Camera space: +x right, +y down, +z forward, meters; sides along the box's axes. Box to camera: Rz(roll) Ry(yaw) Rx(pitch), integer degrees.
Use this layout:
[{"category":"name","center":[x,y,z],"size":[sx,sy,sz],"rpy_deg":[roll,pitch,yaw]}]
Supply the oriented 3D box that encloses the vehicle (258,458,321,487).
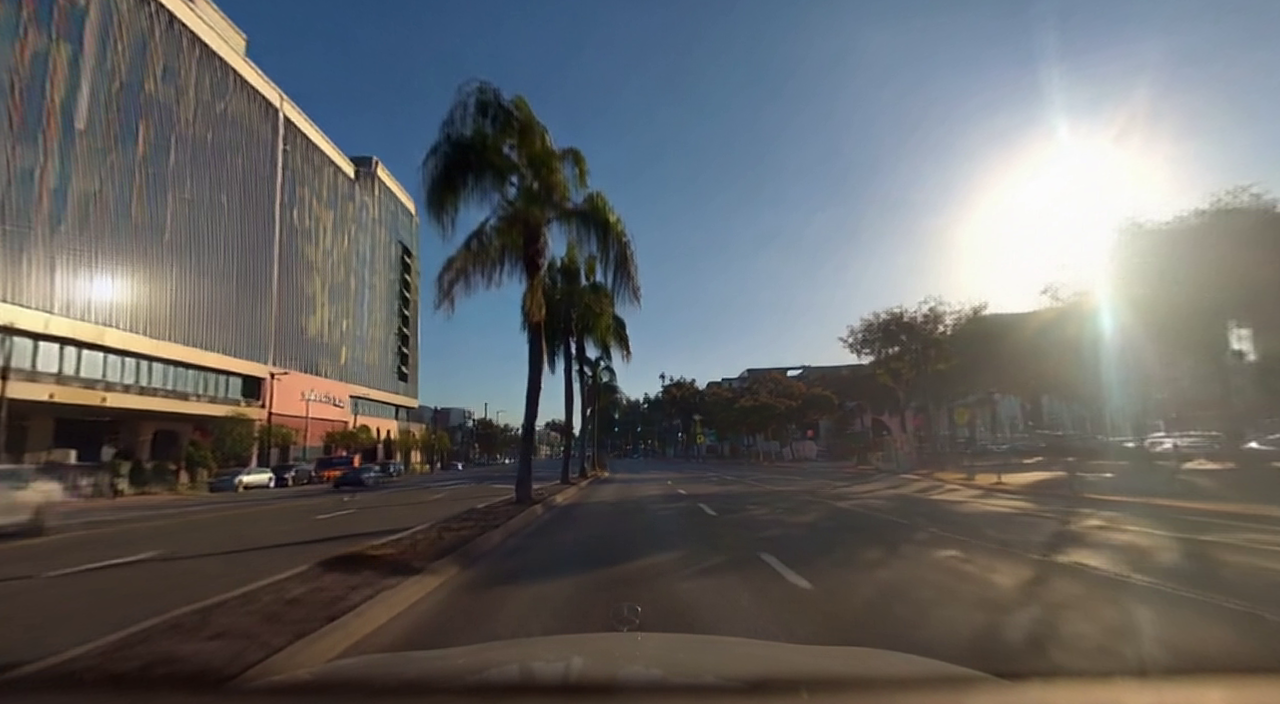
[{"category":"vehicle","center":[-25.878,8.902,46.910],"size":[2.136,1.843,5.019],"rpy_deg":[0,-8,-5]}]

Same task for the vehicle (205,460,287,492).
[{"category":"vehicle","center":[-25.483,8.033,41.157],"size":[2.099,1.814,5.092],"rpy_deg":[0,-8,-1]}]
